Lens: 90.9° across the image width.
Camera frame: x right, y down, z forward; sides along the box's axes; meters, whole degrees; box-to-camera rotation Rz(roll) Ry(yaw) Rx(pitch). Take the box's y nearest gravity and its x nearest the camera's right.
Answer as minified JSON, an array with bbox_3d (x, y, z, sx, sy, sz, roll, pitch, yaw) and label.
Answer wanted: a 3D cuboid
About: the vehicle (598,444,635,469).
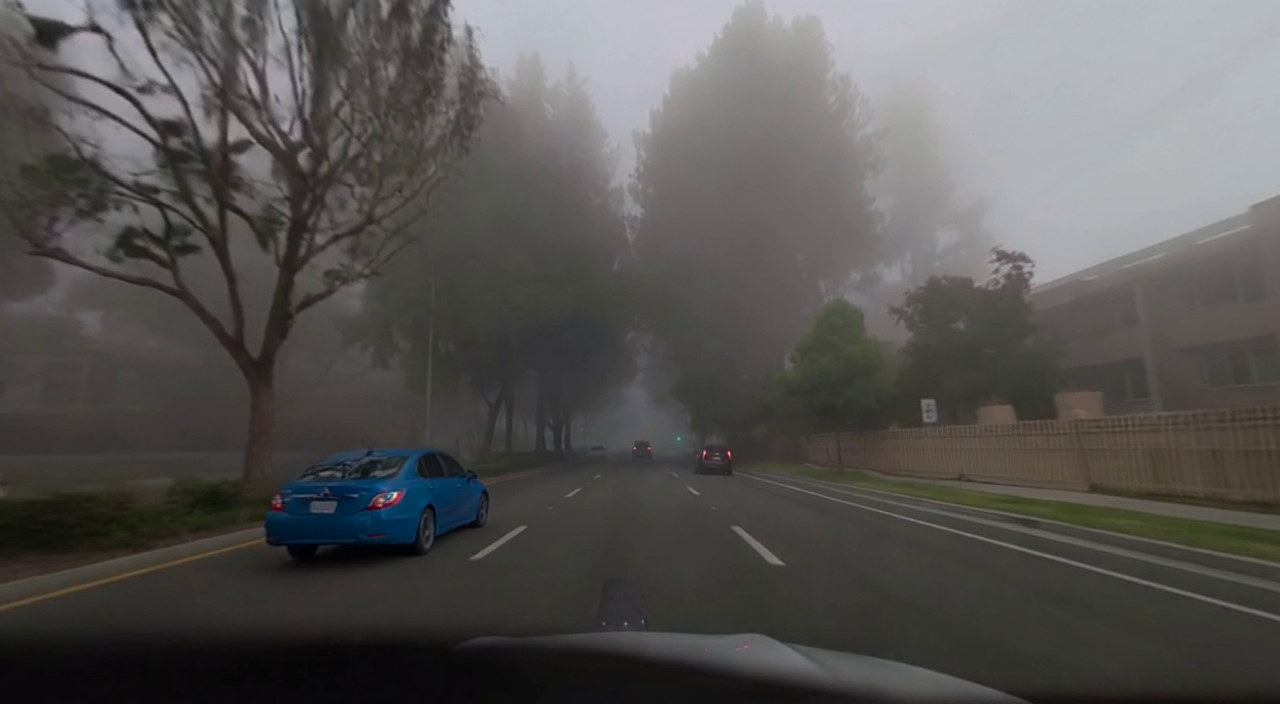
[{"bbox_3d":[-1.451,6.670,40.325,1.940,1.473,4.133,-1,-9,3],"label":"vehicle"}]

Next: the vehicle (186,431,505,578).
[{"bbox_3d":[-3.583,1.956,9.059,2.091,1.503,4.989,-1,-9,1],"label":"vehicle"}]

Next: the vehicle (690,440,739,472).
[{"bbox_3d":[4.063,5.754,35.076,2.182,1.688,4.187,0,-9,-1],"label":"vehicle"}]
